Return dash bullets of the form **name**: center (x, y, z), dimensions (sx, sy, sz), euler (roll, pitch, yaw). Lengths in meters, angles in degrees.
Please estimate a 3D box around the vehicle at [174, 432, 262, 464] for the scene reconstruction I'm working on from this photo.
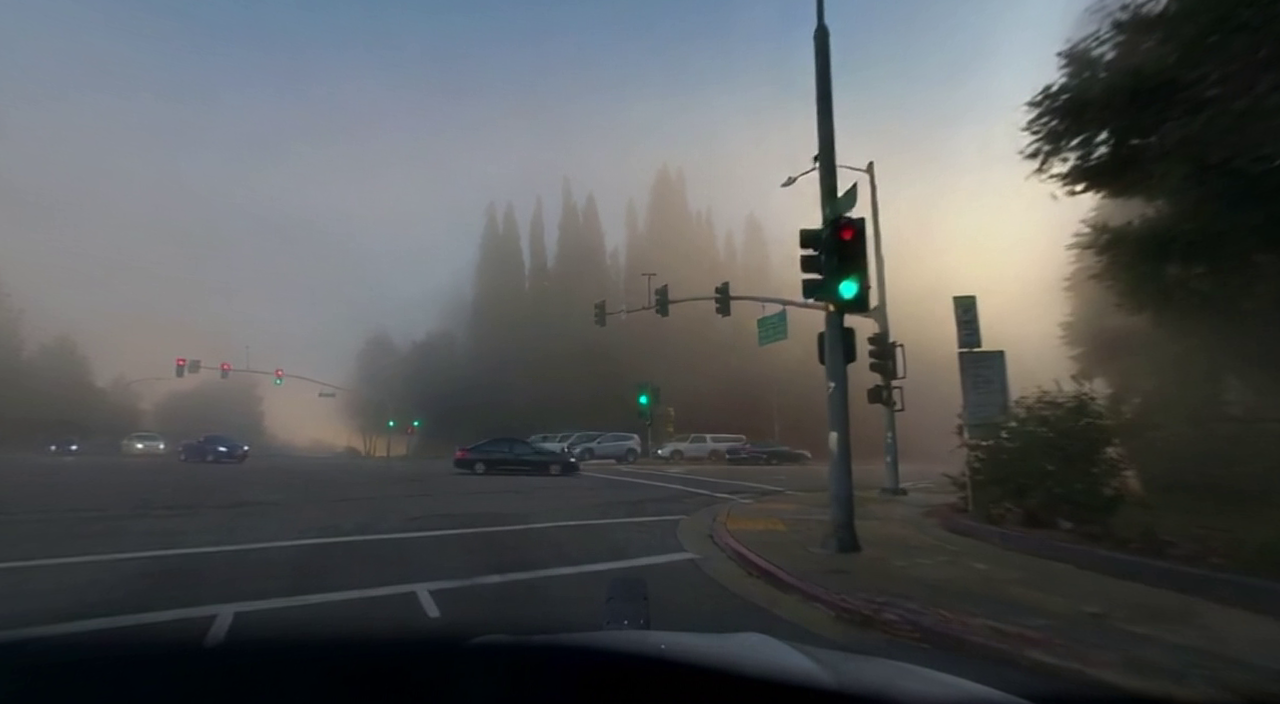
- **vehicle**: center (-20.369, 4.637, 30.326), dimensions (4.686, 1.425, 2.018), euler (-7, -11, 38)

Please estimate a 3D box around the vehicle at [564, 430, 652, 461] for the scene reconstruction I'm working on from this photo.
- **vehicle**: center (-1.715, 5.144, 34.589), dimensions (4.483, 1.589, 1.852), euler (6, -11, -32)

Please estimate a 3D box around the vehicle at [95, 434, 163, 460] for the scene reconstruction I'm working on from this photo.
- **vehicle**: center (-36.787, 6.834, 45.286), dimensions (5.332, 1.807, 2.450), euler (-7, -11, 37)

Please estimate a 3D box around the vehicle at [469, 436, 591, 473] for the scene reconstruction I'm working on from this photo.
- **vehicle**: center (-4.225, 4.030, 24.790), dimensions (4.425, 1.366, 1.865), euler (0, -9, -1)

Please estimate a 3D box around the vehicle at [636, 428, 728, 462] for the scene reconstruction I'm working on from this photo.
- **vehicle**: center (2.828, 6.142, 41.404), dimensions (5.791, 1.964, 2.199), euler (7, -11, -32)

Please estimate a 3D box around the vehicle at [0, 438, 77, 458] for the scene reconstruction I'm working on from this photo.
- **vehicle**: center (-48.092, 7.624, 49.876), dimensions (4.826, 1.484, 2.000), euler (1, -9, -6)

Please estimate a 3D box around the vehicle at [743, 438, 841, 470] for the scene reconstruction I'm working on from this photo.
- **vehicle**: center (7.699, 5.140, 31.761), dimensions (5.032, 1.473, 1.827), euler (6, -11, -33)
